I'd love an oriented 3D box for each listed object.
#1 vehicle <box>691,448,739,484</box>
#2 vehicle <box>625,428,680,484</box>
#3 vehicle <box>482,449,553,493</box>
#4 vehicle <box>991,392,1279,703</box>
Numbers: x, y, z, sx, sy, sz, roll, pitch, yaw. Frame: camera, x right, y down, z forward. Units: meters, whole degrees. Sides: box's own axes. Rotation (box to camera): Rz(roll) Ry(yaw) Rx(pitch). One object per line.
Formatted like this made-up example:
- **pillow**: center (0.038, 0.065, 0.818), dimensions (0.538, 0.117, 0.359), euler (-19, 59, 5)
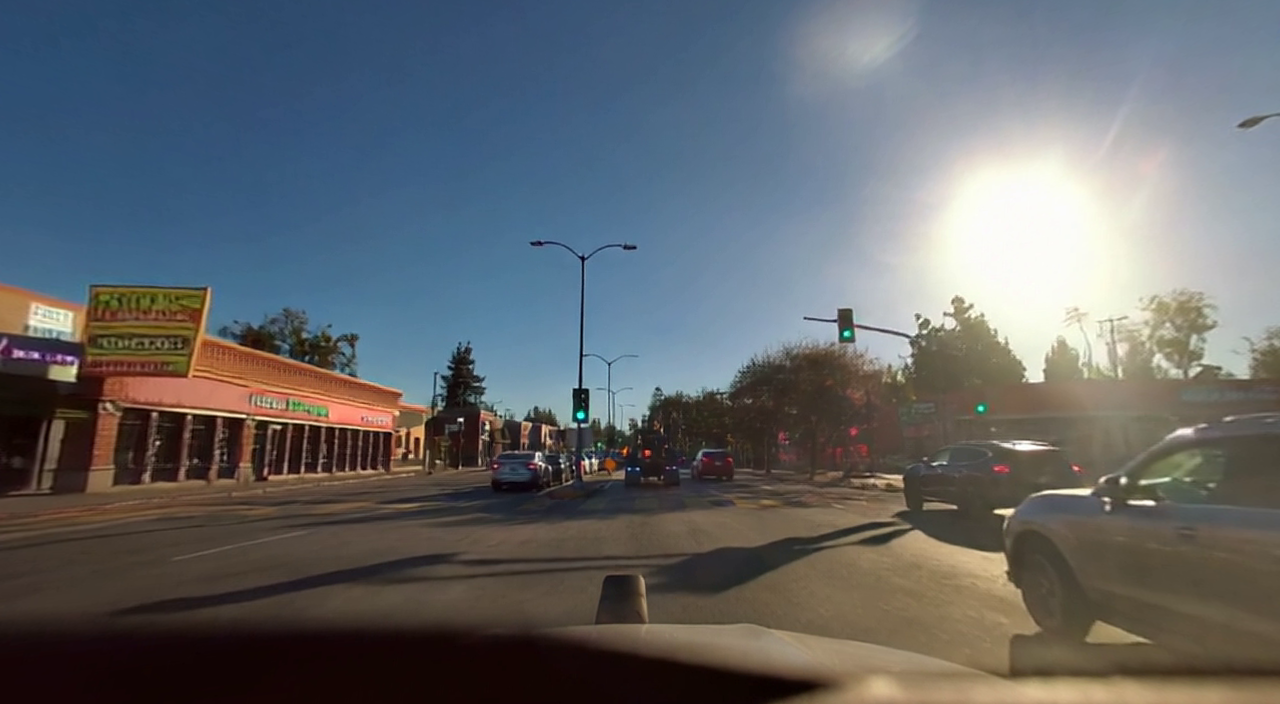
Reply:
- **vehicle**: center (3.926, 6.046, 33.793), dimensions (2.025, 1.754, 4.311), euler (0, -9, 0)
- **vehicle**: center (0.549, 5.167, 31.527), dimensions (2.370, 2.518, 3.858), euler (-1, -8, -3)
- **vehicle**: center (-4.690, 4.596, 24.753), dimensions (2.001, 1.518, 4.316), euler (0, -9, -1)
- **vehicle**: center (3.568, 0.983, 2.538), dimensions (2.025, 1.618, 3.949), euler (0, -9, 1)
